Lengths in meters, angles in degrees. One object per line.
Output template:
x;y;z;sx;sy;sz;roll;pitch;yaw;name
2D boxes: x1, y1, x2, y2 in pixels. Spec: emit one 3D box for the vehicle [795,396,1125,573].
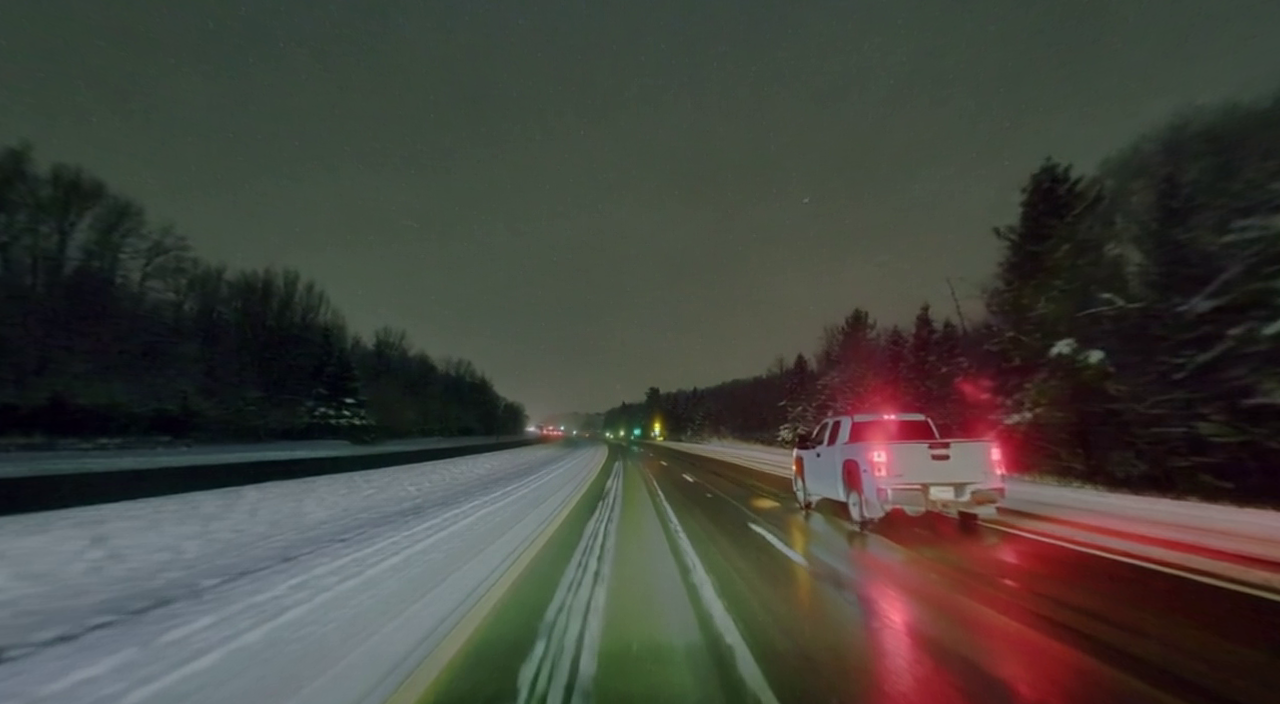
3.548;1.524;8.089;1.941;1.655;4.137;0;-8;-2;vehicle
